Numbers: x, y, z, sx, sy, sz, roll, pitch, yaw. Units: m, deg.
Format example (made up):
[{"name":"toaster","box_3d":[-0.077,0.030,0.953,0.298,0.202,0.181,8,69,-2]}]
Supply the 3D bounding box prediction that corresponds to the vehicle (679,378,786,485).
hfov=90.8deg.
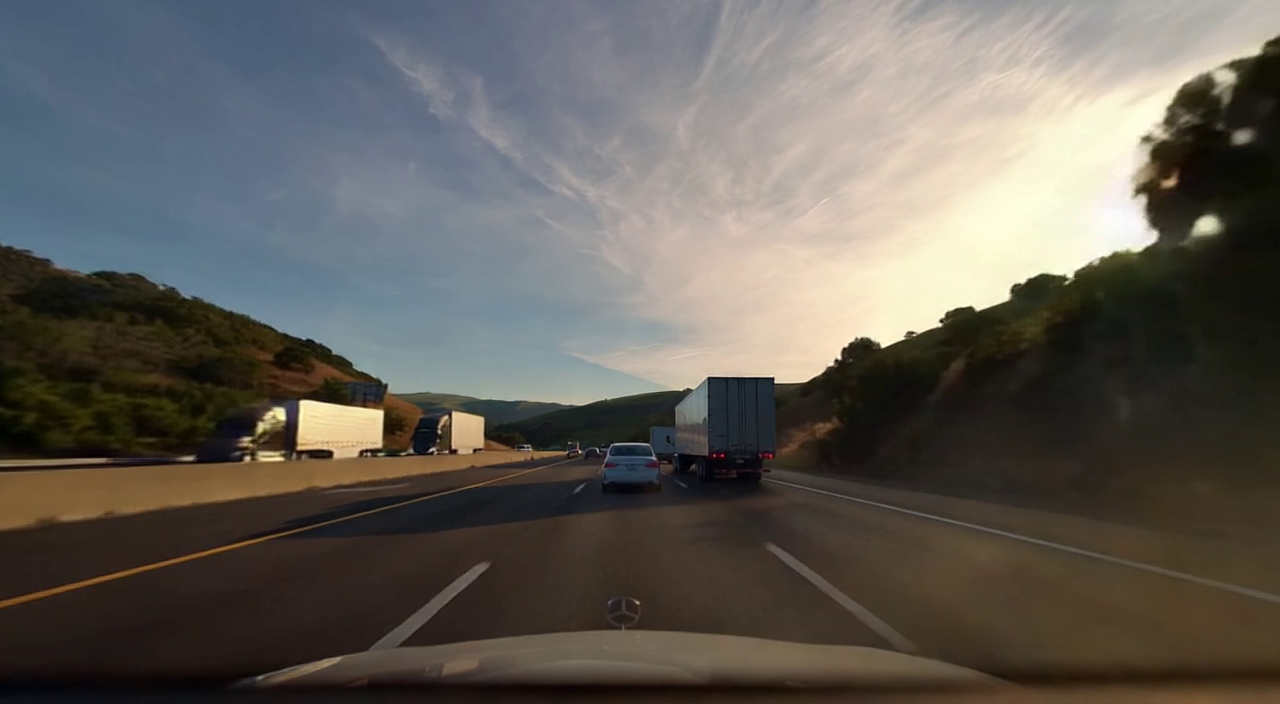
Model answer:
[{"name":"vehicle","box_3d":[3.933,4.073,30.983,2.812,4.024,14.098,0,-9,-1]}]

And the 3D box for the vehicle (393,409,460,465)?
[{"name":"vehicle","box_3d":[-15.820,6.419,47.281,2.985,3.964,5.868,0,-9,-1]}]

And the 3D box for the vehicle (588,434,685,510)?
[{"name":"vehicle","box_3d":[-0.104,2.928,15.737,2.109,1.639,3.768,0,-9,-1]}]

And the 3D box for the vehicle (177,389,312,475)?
[{"name":"vehicle","box_3d":[-19.879,4.155,32.258,2.977,3.953,5.858,0,-9,-1]}]
